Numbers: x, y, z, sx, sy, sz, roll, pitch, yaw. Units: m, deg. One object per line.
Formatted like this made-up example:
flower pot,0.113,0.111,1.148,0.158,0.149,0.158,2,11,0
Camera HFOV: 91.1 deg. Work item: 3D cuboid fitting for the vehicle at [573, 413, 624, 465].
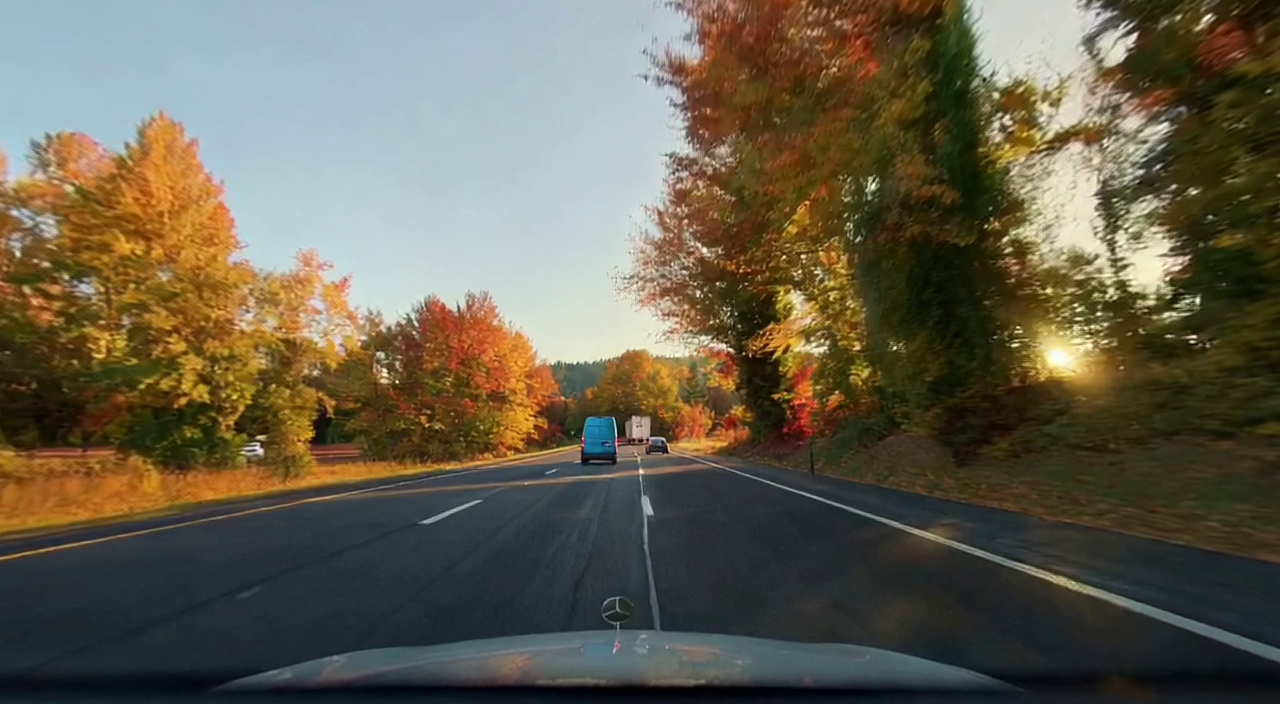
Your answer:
vehicle,-2.164,4.764,34.587,2.389,2.637,5.437,0,-8,1
